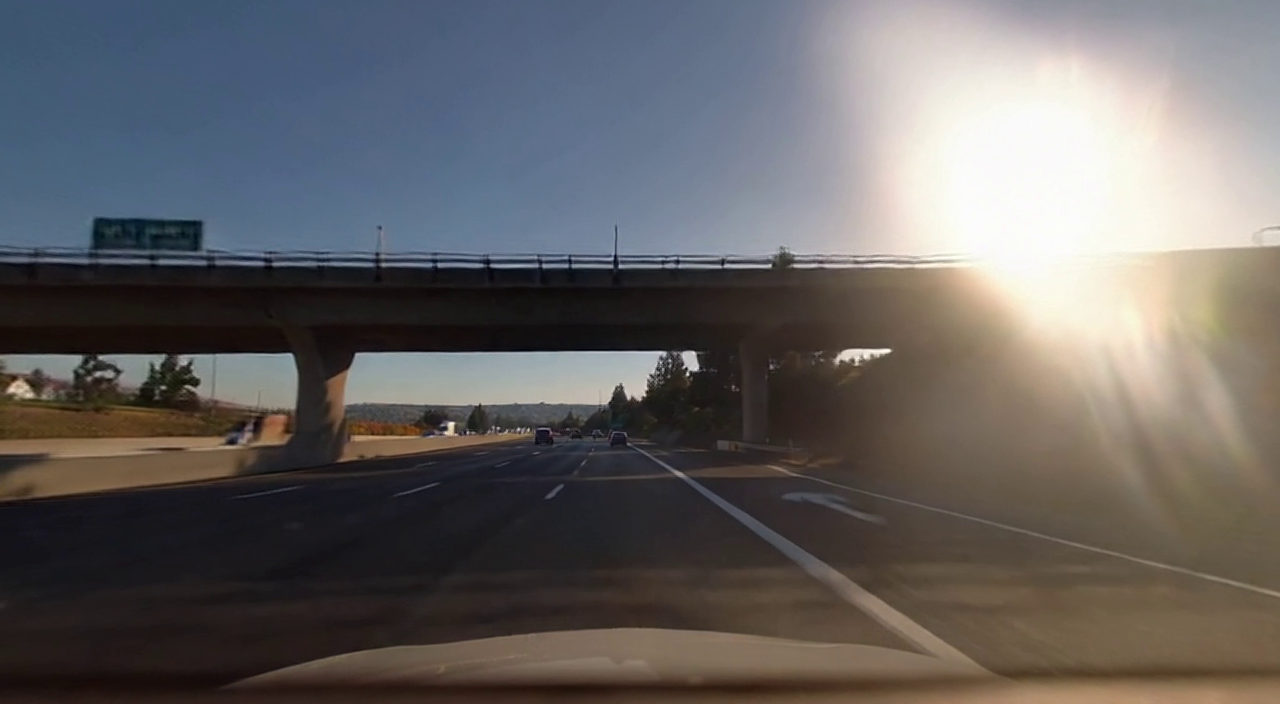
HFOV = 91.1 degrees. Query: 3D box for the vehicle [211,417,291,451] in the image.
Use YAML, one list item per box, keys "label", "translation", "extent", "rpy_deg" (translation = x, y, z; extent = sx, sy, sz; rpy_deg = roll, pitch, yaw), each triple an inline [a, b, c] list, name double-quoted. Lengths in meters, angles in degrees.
- label: "vehicle"
  translation: [-30.178, 6.393, 49.117]
  extent: [2.442, 2.453, 6.168]
  rpy_deg: [0, -8, -2]
